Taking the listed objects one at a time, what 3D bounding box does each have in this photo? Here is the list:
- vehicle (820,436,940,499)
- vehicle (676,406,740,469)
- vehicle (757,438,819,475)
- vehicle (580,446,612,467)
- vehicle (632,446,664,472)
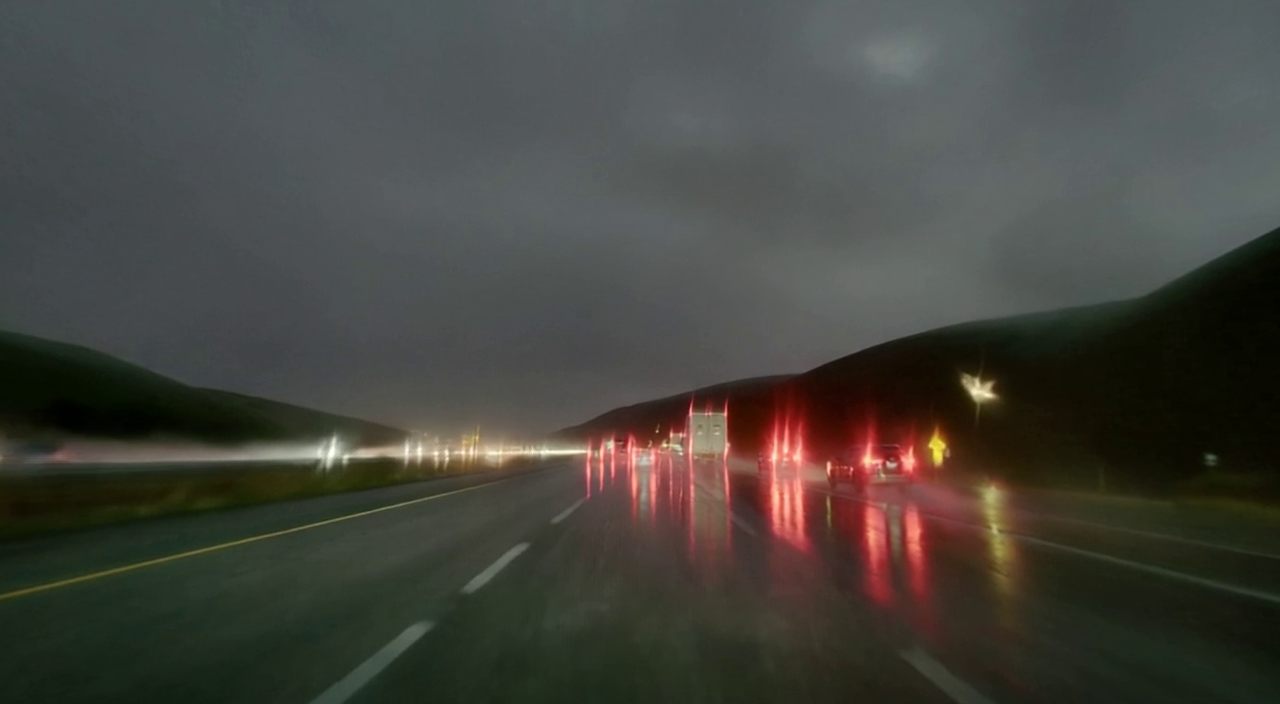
[{"bbox_3d":[7.204,3.505,19.502,2.044,1.676,4.421,0,-9,1],"label":"vehicle"},{"bbox_3d":[4.244,5.756,41.810,3.130,3.607,11.129,0,-9,1],"label":"vehicle"},{"bbox_3d":[7.822,5.563,33.737,2.143,1.775,4.729,0,-9,0],"label":"vehicle"},{"bbox_3d":[-3.306,7.903,47.740,2.132,1.506,4.256,0,-9,0],"label":"vehicle"},{"bbox_3d":[0.478,6.639,39.236,1.866,1.492,3.932,0,-9,0],"label":"vehicle"}]
